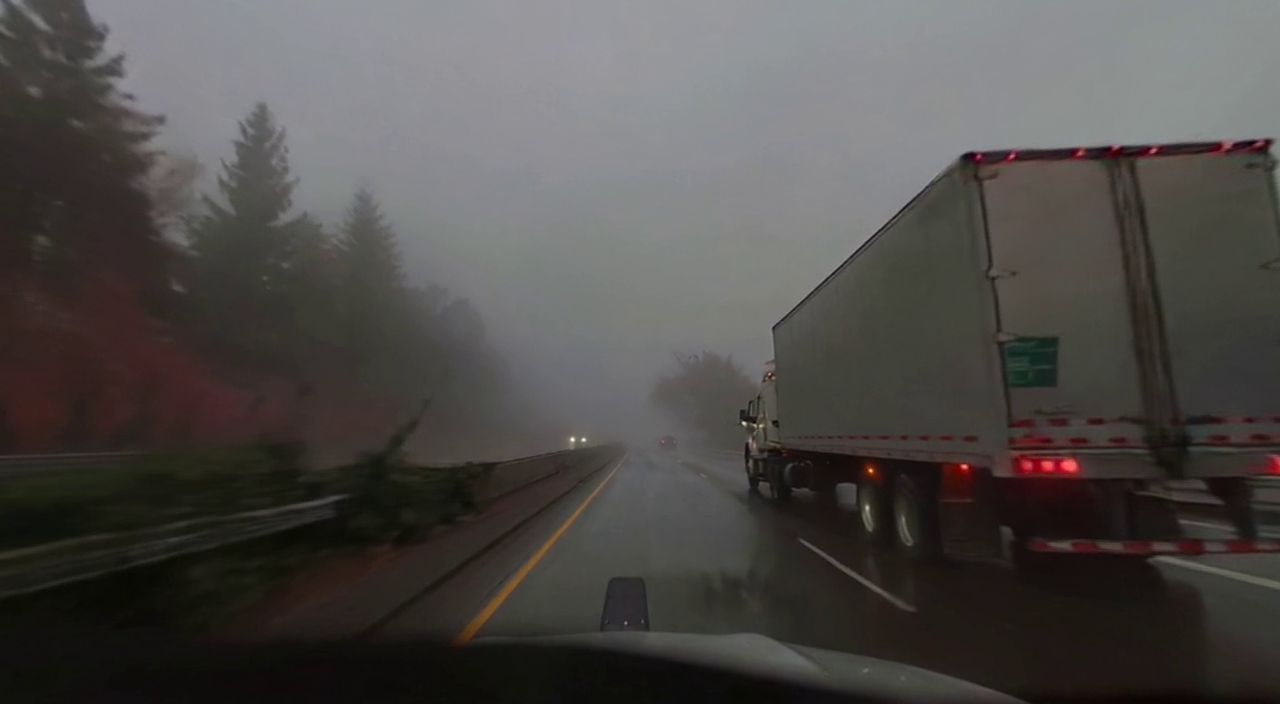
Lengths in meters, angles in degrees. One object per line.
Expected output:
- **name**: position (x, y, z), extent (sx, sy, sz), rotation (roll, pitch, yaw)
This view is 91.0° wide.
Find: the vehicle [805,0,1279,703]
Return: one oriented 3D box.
- **vehicle**: position (3.936, -0.606, 1.241), extent (3.691, 4.331, 13.909), rotation (0, -8, 1)
